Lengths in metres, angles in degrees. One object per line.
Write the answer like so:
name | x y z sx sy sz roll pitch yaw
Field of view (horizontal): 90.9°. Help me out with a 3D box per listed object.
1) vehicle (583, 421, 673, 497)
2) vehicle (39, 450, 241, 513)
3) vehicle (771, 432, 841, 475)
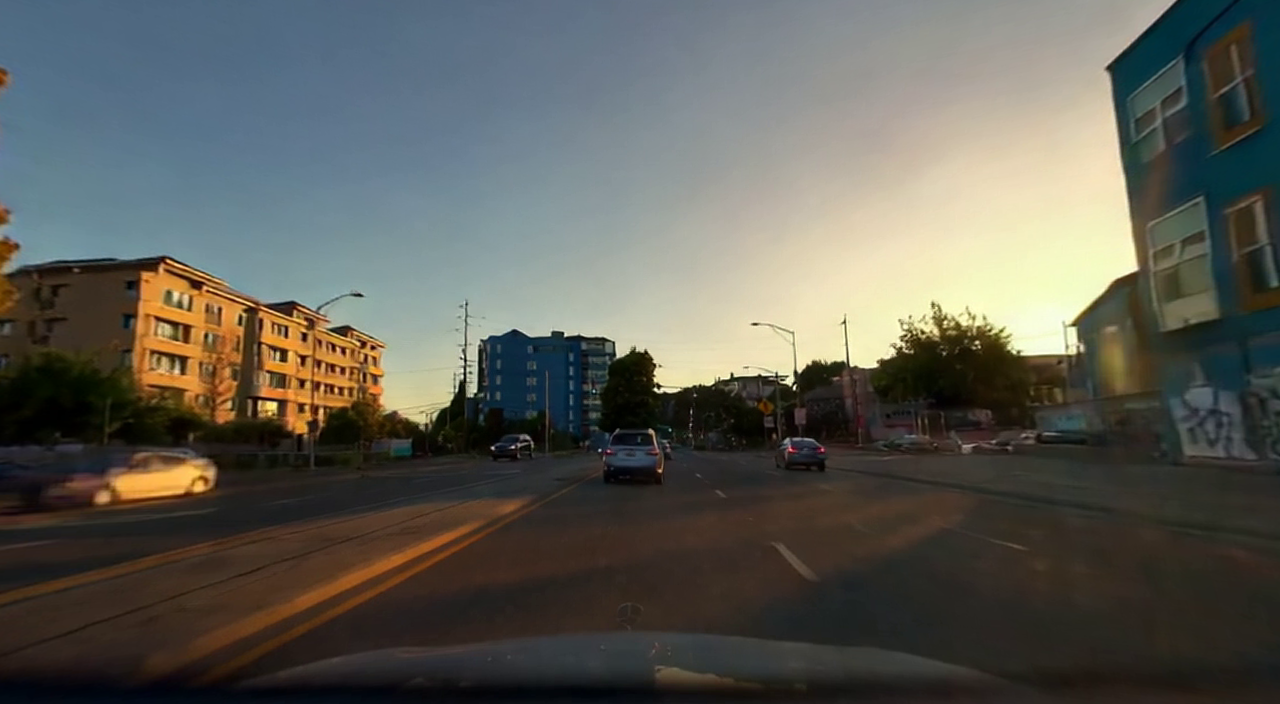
vehicle | -0.174 2.896 17.472 2.160 1.786 4.702 -1 -8 3
vehicle | -13.948 3.580 18.020 1.842 1.482 4.386 -1 -8 6
vehicle | 7.278 4.476 28.113 1.952 1.749 4.311 0 -8 0
